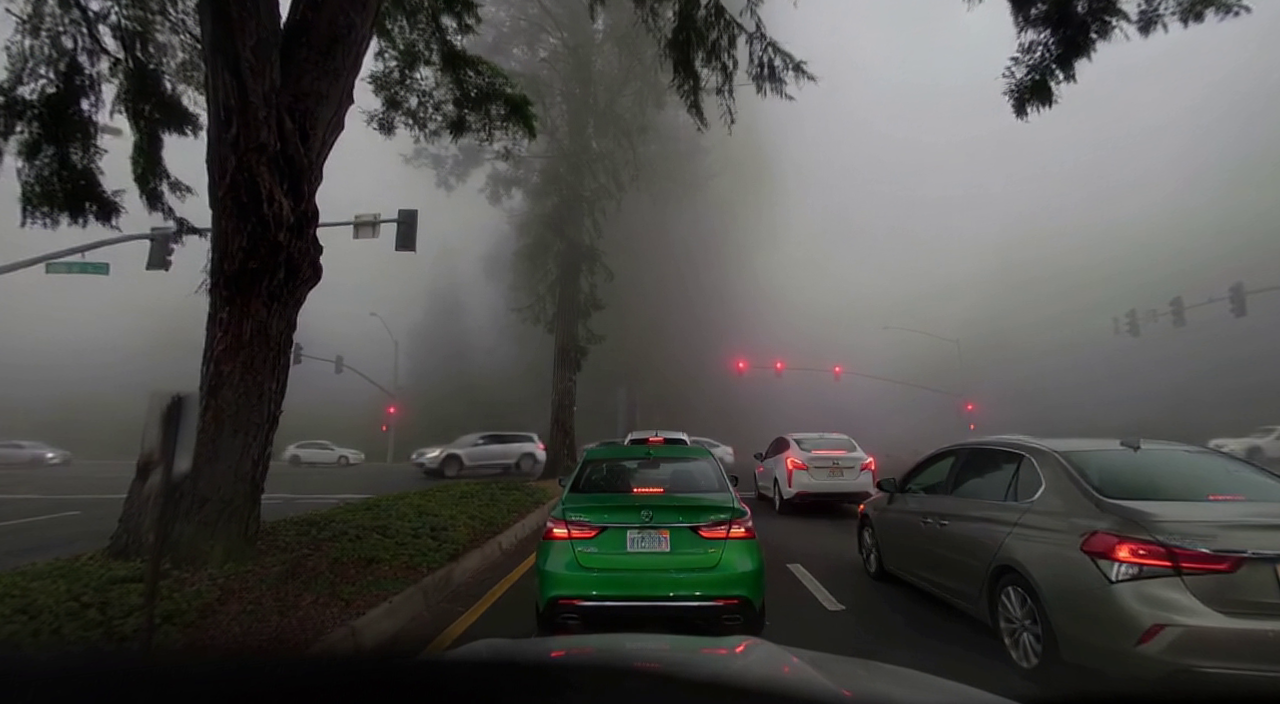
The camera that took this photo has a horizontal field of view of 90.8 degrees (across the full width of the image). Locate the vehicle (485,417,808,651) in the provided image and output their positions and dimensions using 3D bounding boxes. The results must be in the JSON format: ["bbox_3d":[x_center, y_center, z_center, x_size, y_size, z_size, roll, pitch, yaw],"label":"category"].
[{"bbox_3d":[0.035,1.463,6.138,2.026,1.458,4.175,0,-9,0],"label":"vehicle"}]

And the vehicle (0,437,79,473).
[{"bbox_3d":[-30.412,4.990,30.782,4.517,1.637,1.935,-1,-9,8],"label":"vehicle"}]

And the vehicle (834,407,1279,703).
[{"bbox_3d":[3.104,1.300,4.839,1.861,1.479,4.371,0,-9,0],"label":"vehicle"}]

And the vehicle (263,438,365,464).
[{"bbox_3d":[-19.050,5.794,37.063,4.828,1.467,1.963,0,-8,1],"label":"vehicle"}]
